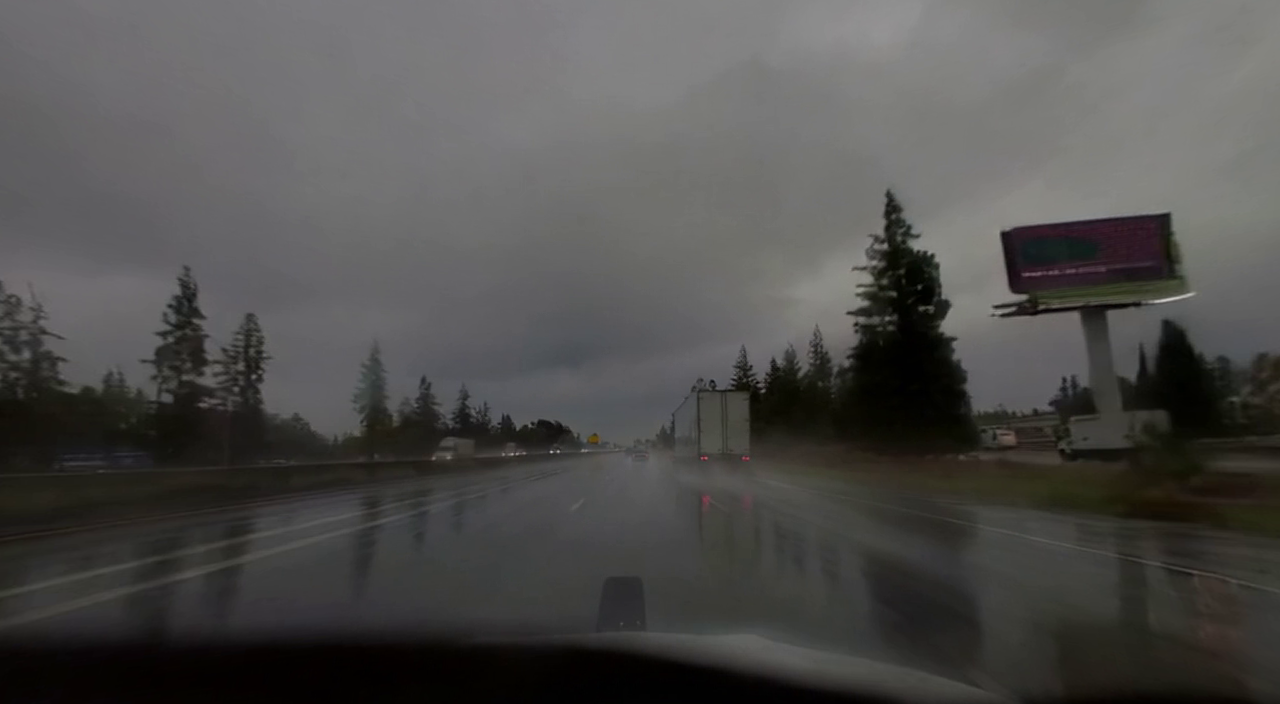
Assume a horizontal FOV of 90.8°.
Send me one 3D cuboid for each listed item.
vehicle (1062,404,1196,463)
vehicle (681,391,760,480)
[{"bbox_3d":[37.770,6.579,49.586,3.058,4.007,11.965,-2,-9,11],"label":"vehicle"},{"bbox_3d":[4.317,5.003,37.048,3.058,4.312,12.251,0,-9,0],"label":"vehicle"}]
